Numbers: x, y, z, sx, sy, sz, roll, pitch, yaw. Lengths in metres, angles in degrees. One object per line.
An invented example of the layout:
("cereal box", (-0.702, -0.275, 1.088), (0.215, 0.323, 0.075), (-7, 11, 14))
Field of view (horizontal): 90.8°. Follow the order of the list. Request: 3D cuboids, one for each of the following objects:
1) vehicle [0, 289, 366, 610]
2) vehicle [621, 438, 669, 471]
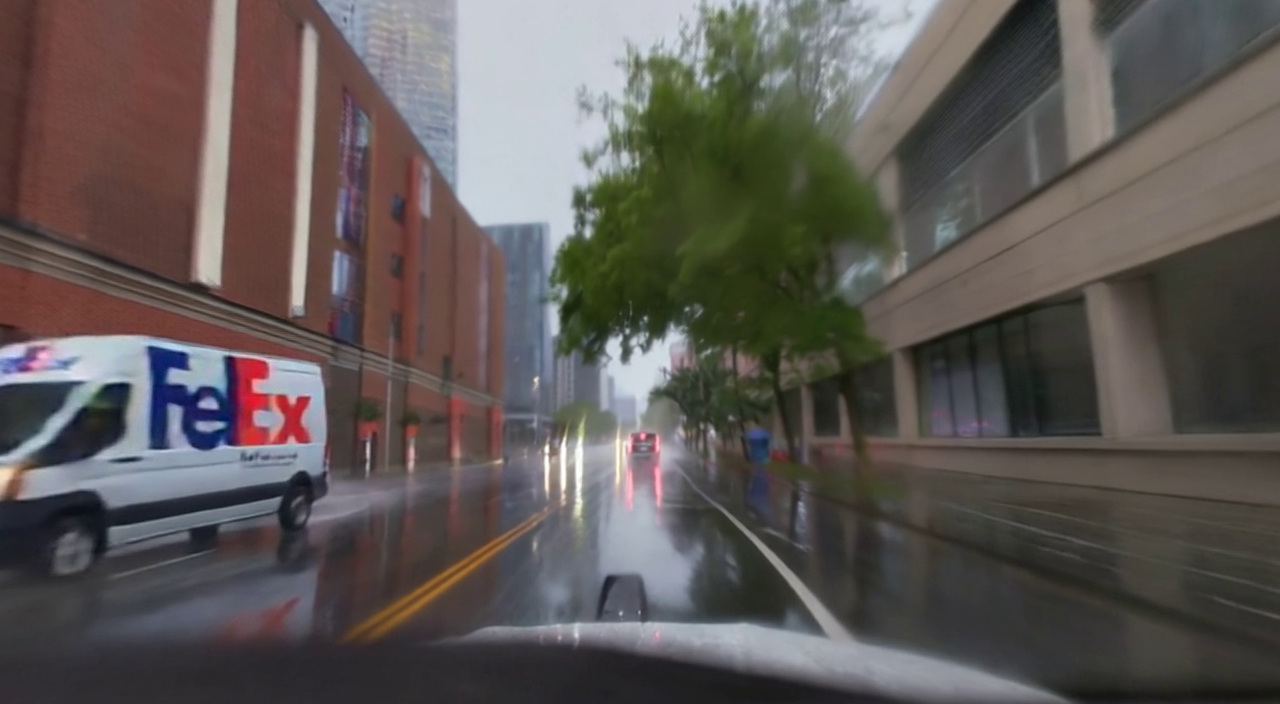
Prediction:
("vehicle", (-7.256, 1.375, 9.649), (2.754, 3.065, 7.103), (0, -8, 1))
("vehicle", (0.330, 5.332, 33.108), (2.356, 1.572, 4.810), (0, -8, 2))
